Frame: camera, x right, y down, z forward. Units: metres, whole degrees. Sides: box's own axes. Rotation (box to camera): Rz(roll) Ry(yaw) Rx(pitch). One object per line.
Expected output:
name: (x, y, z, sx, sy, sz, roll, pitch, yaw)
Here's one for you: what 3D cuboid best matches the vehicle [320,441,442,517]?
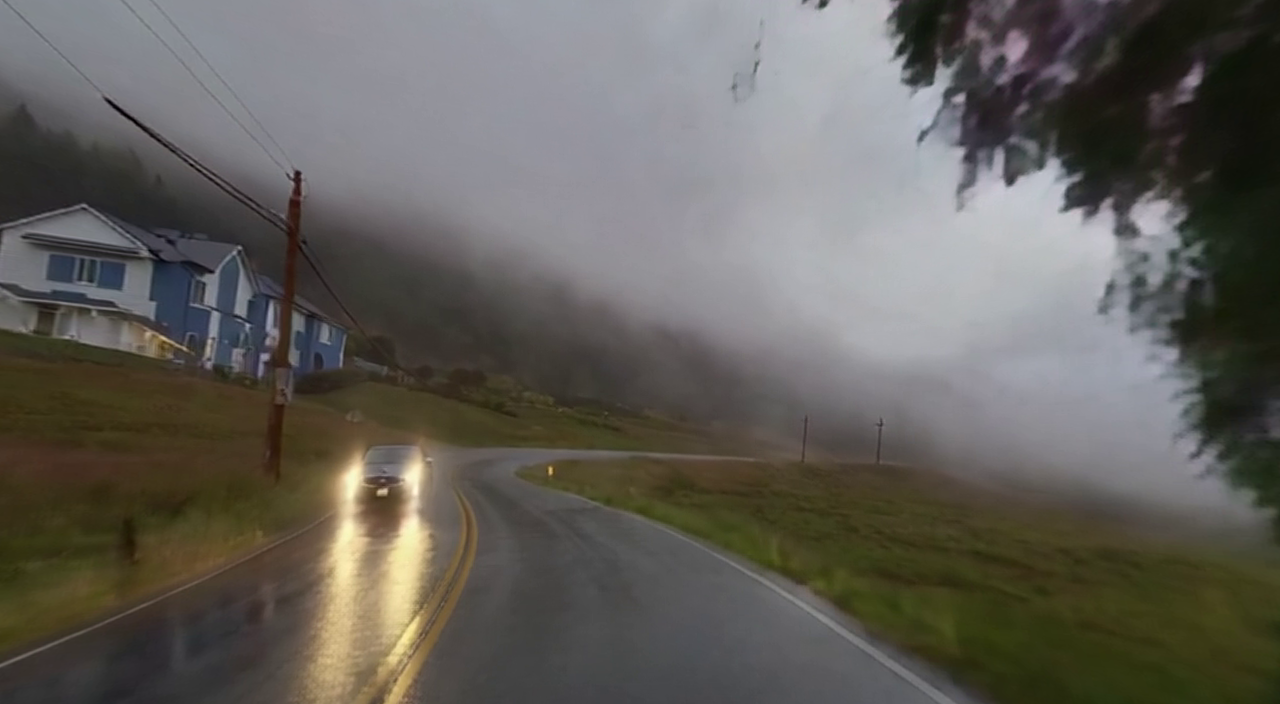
vehicle: (-5.895, 2.879, 14.917, 2.063, 1.485, 3.997, 2, -9, -14)
